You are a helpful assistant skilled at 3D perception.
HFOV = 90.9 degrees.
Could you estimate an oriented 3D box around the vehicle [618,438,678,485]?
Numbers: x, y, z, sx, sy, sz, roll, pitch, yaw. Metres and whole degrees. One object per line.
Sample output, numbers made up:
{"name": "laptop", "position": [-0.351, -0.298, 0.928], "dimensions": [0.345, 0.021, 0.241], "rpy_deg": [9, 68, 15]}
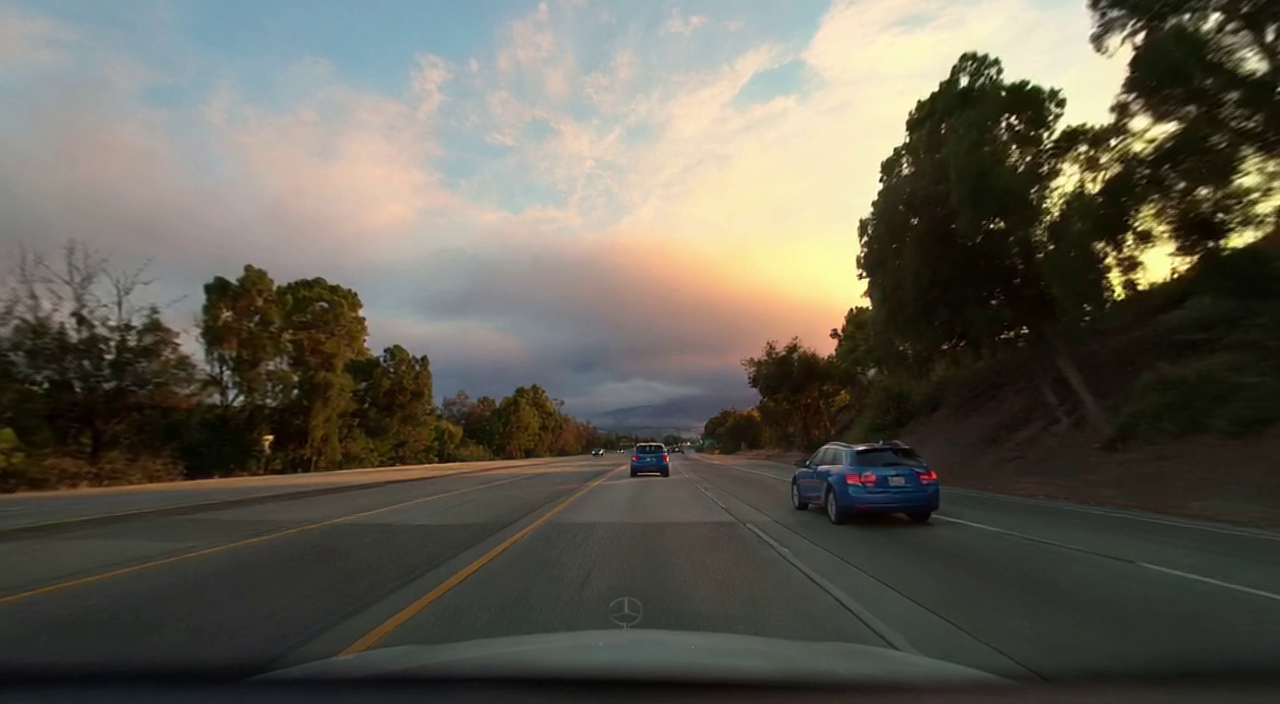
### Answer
{"name": "vehicle", "position": [0.314, 4.365, 25.379], "dimensions": [2.190, 1.706, 4.062], "rpy_deg": [0, -9, 1]}

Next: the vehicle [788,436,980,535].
{"name": "vehicle", "position": [4.288, 2.405, 11.956], "dimensions": [1.864, 1.489, 4.379], "rpy_deg": [0, -9, 0]}
